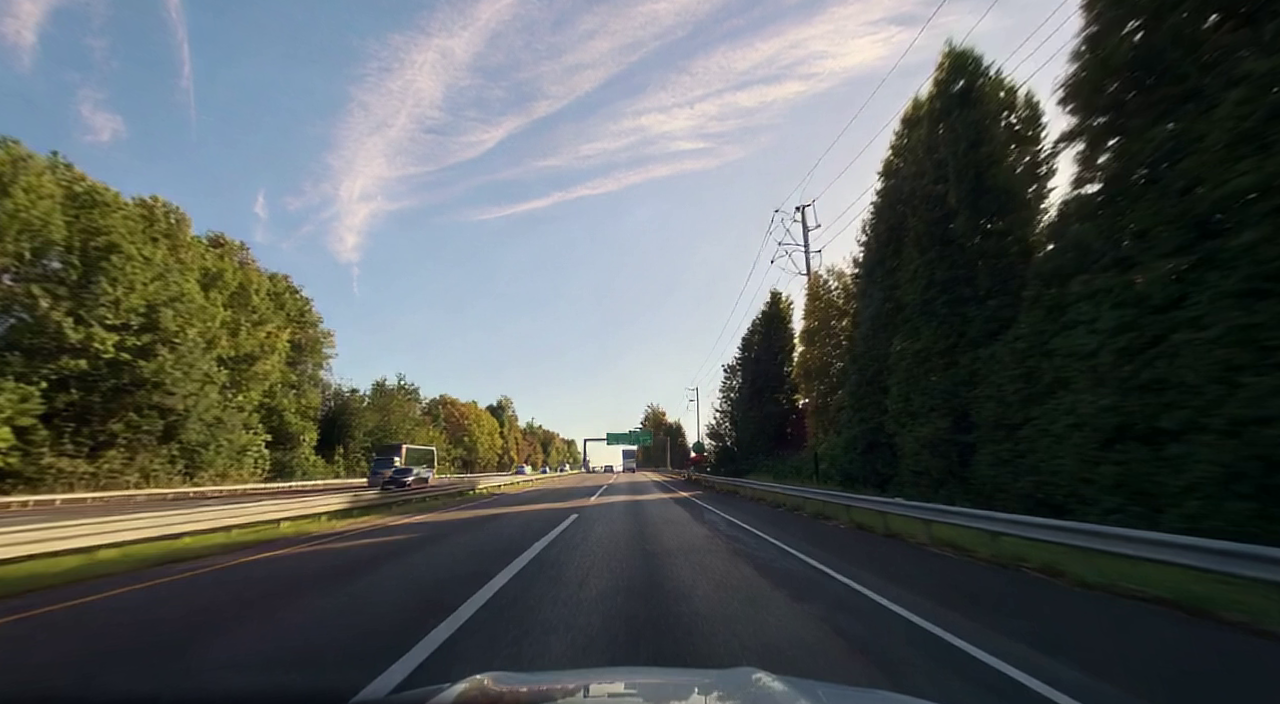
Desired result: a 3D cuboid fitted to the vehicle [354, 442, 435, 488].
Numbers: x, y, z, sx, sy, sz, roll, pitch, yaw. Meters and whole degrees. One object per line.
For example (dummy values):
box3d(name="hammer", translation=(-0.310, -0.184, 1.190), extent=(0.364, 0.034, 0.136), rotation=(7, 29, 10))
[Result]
box3d(name="vehicle", translation=(-16.896, 7.888, 43.956), extent=(2.646, 2.925, 7.512), rotation=(1, -10, -1))
